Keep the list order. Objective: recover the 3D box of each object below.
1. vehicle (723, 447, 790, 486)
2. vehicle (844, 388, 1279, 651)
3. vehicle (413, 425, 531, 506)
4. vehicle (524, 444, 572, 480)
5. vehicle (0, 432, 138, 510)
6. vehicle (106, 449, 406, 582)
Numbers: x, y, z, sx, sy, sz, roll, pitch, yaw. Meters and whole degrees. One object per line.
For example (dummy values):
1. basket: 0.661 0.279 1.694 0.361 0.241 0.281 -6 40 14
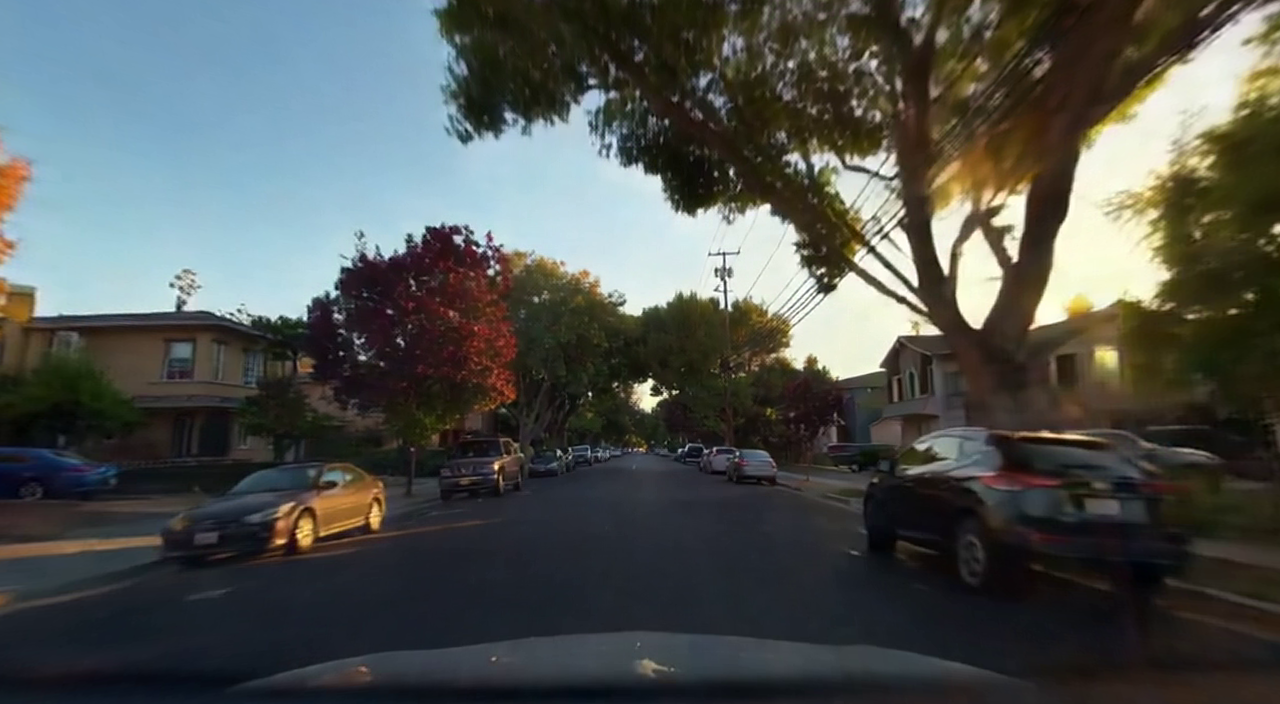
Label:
1. vehicle: 4.583 4.560 25.541 1.893 1.437 4.369 0 -9 0
2. vehicle: 3.849 1.455 6.514 2.049 1.776 4.285 0 -9 0
3. vehicle: -5.150 3.551 20.328 2.242 2.135 5.566 -2 -8 0
4. vehicle: -5.004 5.983 34.758 1.873 1.709 4.206 -4 -8 0
5. vehicle: -16.320 2.857 15.606 5.908 1.762 2.107 1 -9 -1
6. vehicle: -5.331 2.260 9.651 1.824 1.417 4.395 -2 -8 0
